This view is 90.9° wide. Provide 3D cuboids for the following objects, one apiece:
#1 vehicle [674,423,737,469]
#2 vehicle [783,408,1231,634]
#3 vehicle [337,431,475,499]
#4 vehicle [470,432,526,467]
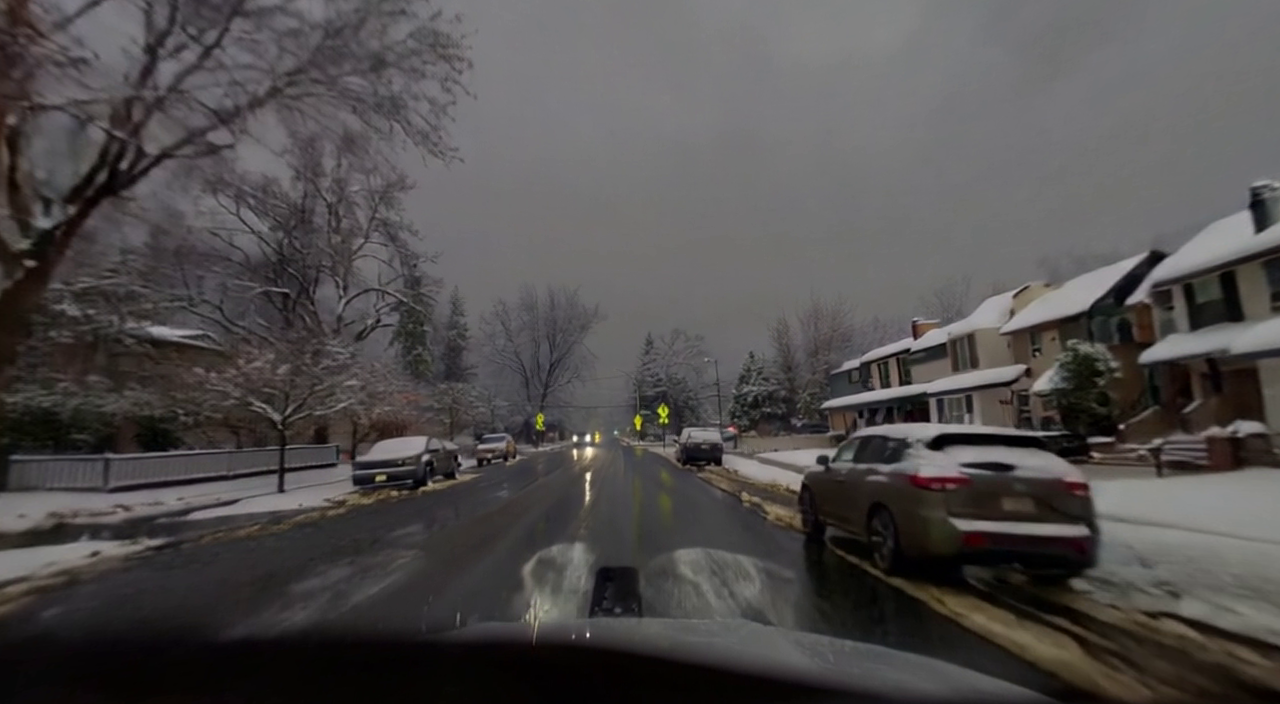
[{"bbox_3d":[2.508,3.744,25.366,1.997,1.663,4.544,0,-8,-1],"label":"vehicle"},{"bbox_3d":[3.178,1.489,6.969,1.875,1.568,4.899,0,-7,-2],"label":"vehicle"},{"bbox_3d":[-6.022,2.917,17.039,1.972,1.502,5.530,0,-8,-4],"label":"vehicle"},{"bbox_3d":[-6.599,4.551,29.665,1.842,1.540,3.704,0,-8,-2],"label":"vehicle"}]
